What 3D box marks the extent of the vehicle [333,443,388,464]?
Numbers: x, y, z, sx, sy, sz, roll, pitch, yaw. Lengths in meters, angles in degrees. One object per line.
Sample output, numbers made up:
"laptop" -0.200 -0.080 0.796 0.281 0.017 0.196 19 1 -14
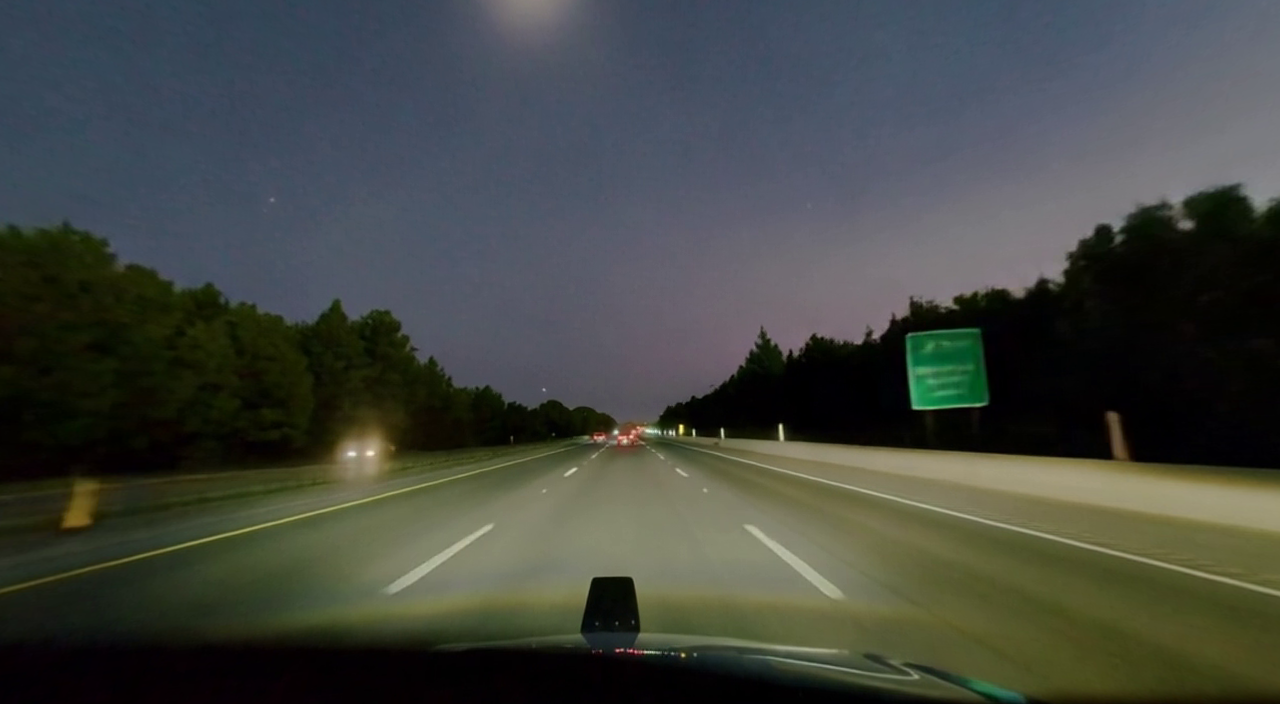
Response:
"vehicle" -21.056 7.654 47.654 1.857 1.373 5.627 0 -7 -3
